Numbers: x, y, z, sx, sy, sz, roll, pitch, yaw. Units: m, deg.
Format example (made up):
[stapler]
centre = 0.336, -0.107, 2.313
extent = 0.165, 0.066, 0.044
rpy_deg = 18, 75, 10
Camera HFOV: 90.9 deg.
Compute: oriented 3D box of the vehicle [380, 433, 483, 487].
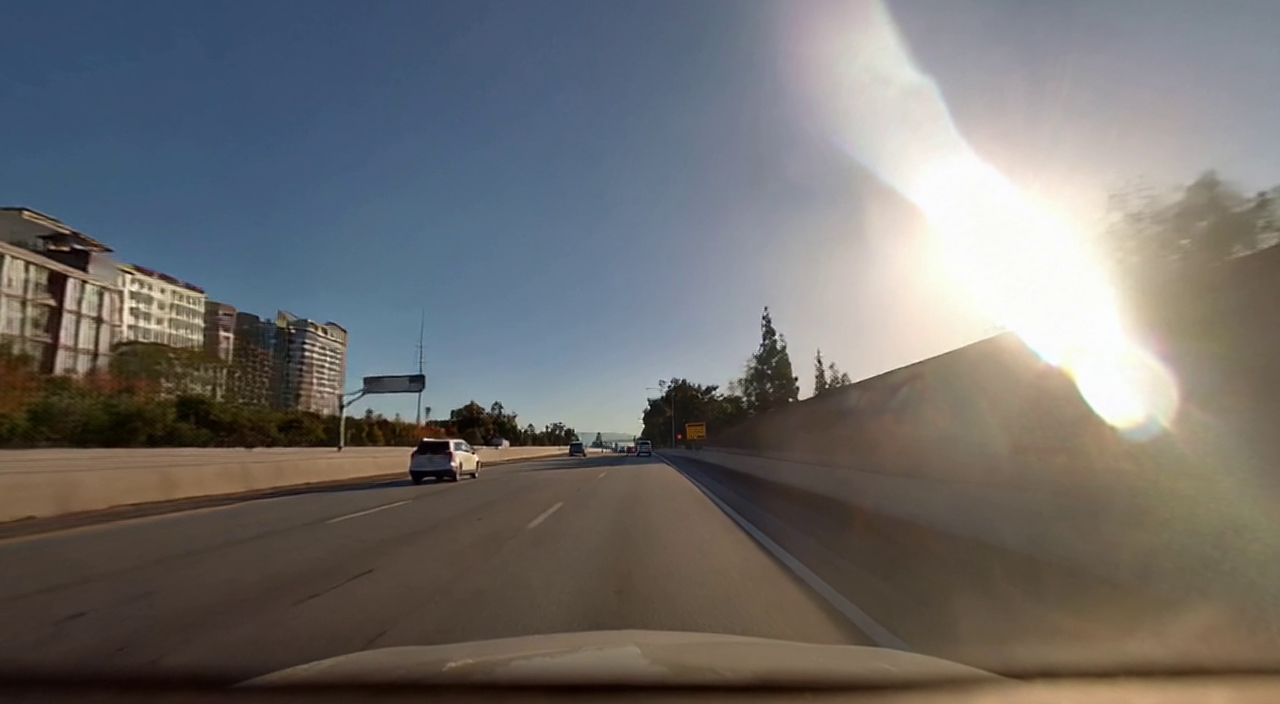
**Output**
[vehicle]
centre = -7.209, 3.767, 22.385
extent = 2.088, 1.678, 4.426
rpy_deg = -1, -8, 1
